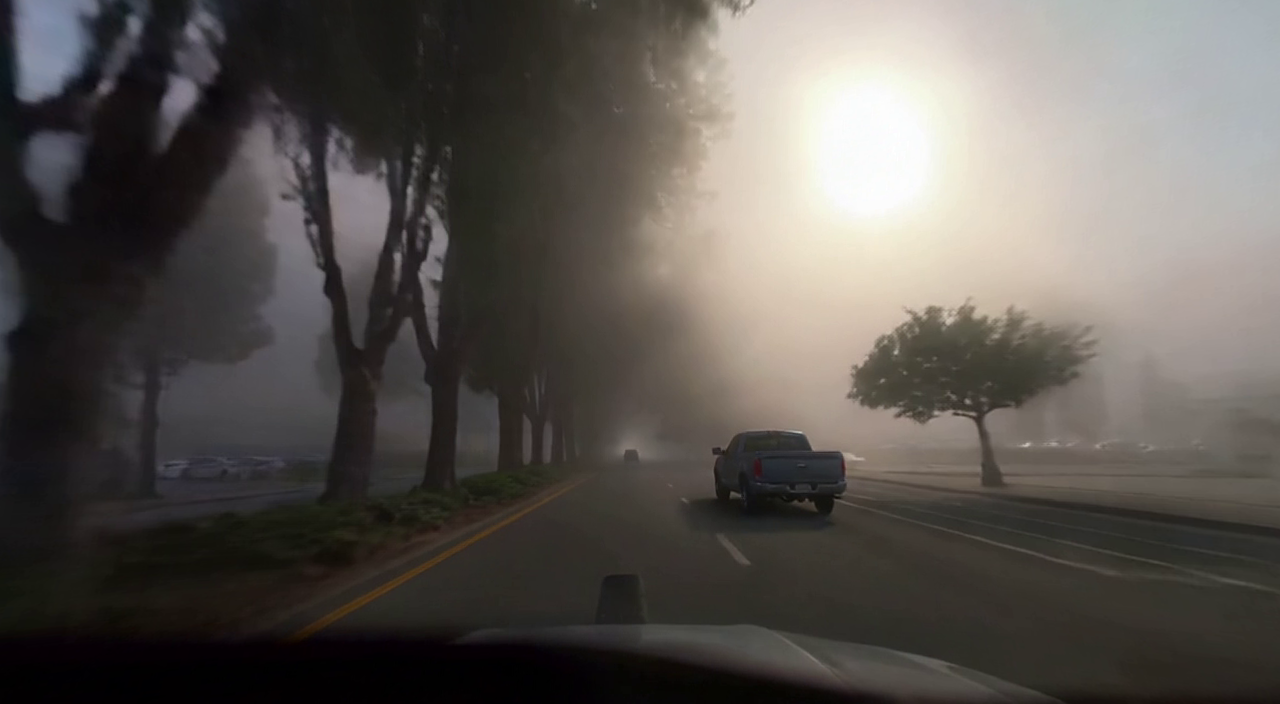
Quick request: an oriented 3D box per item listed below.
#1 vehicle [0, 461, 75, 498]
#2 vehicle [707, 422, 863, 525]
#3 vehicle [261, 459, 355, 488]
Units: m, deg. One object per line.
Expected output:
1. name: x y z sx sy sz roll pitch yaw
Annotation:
1. vehicle: -29.719 6.022 29.975 3.749 1.600 2.011 0 -9 -2
2. vehicle: 2.899 2.586 14.071 2.138 1.836 5.245 0 -9 -1
3. vehicle: -22.477 8.229 42.914 5.074 1.804 2.283 -1 -9 3
